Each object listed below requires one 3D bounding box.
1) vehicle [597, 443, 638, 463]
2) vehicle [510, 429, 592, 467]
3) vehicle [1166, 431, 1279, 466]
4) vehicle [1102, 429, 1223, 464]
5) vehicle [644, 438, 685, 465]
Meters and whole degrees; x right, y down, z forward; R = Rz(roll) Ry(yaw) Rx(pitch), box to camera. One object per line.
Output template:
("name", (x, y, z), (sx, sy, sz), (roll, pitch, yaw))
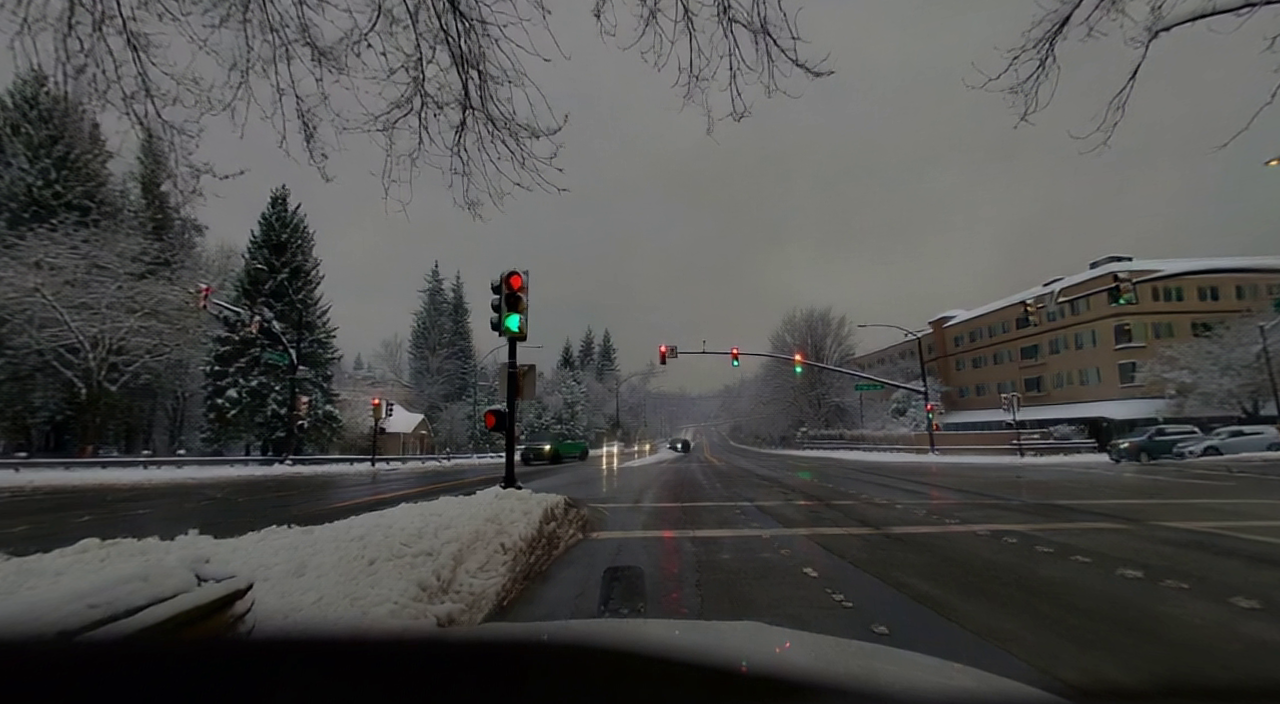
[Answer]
("vehicle", (-1.635, 7.571, 47.489), (2.076, 1.476, 3.873), (-2, -8, 13))
("vehicle", (-5.783, 6.510, 42.995), (2.775, 2.246, 9.043), (-2, -8, 10))
("vehicle", (26.290, 4.243, 27.896), (4.644, 1.470, 1.922), (1, -8, -10))
("vehicle", (25.907, 4.681, 31.358), (4.441, 1.674, 2.035), (1, -8, -8))
("vehicle", (1.733, 6.772, 43.263), (2.197, 1.739, 4.177), (-2, -8, 10))
